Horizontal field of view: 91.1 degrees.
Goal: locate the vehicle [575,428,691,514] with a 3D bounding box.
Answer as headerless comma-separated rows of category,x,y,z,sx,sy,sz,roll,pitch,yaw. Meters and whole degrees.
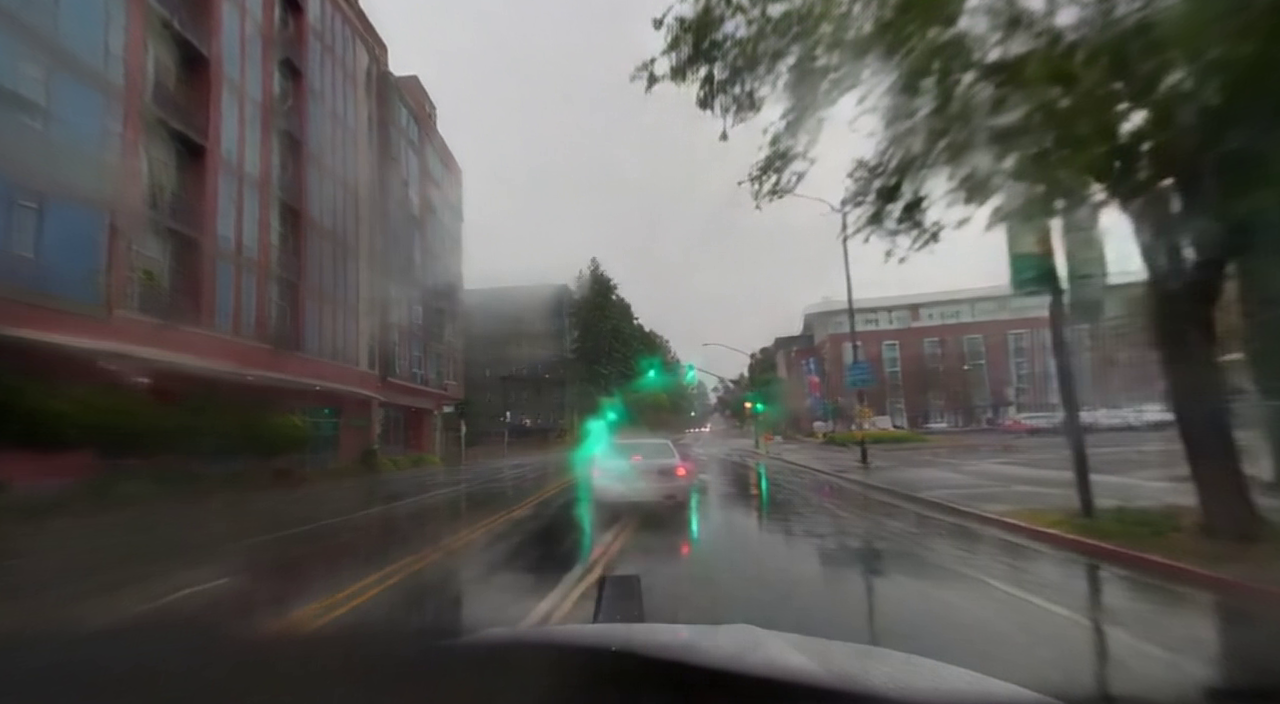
vehicle,-0.181,2.299,12.735,1.950,1.401,4.159,0,-8,-2
